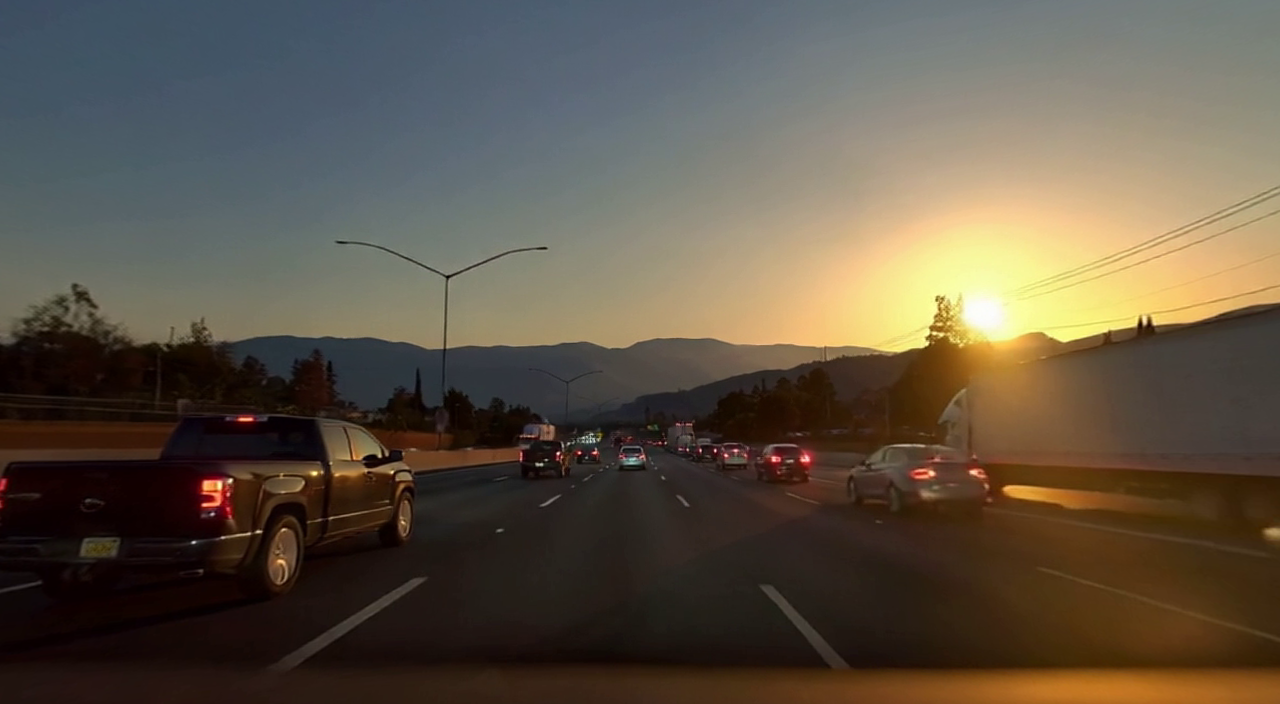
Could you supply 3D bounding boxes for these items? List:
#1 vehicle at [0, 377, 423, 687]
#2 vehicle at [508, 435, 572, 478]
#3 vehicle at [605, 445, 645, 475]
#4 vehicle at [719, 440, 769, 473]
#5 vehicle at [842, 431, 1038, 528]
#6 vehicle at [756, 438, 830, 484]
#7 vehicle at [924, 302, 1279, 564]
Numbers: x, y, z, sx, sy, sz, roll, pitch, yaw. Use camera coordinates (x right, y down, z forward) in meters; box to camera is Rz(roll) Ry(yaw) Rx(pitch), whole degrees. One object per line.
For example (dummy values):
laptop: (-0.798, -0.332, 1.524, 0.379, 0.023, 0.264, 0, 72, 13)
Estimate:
vehicle: (-3.848, 1.317, 5.755, 2.127, 1.705, 4.374, 0, -9, 0)
vehicle: (-4.578, 4.886, 29.551, 2.147, 1.825, 4.602, 0, -9, 1)
vehicle: (-0.795, 5.882, 34.504, 2.060, 1.508, 4.308, 1, -9, 0)
vehicle: (6.070, 6.179, 37.360, 2.086, 1.783, 4.868, 1, -9, -1)
vehicle: (5.851, 2.508, 12.970, 1.989, 1.642, 4.082, 1, -9, 0)
vehicle: (6.127, 4.409, 25.777, 1.977, 1.705, 4.078, 1, -9, 0)
vehicle: (10.129, 1.706, 12.484, 3.442, 3.405, 11.948, 0, -9, 0)
